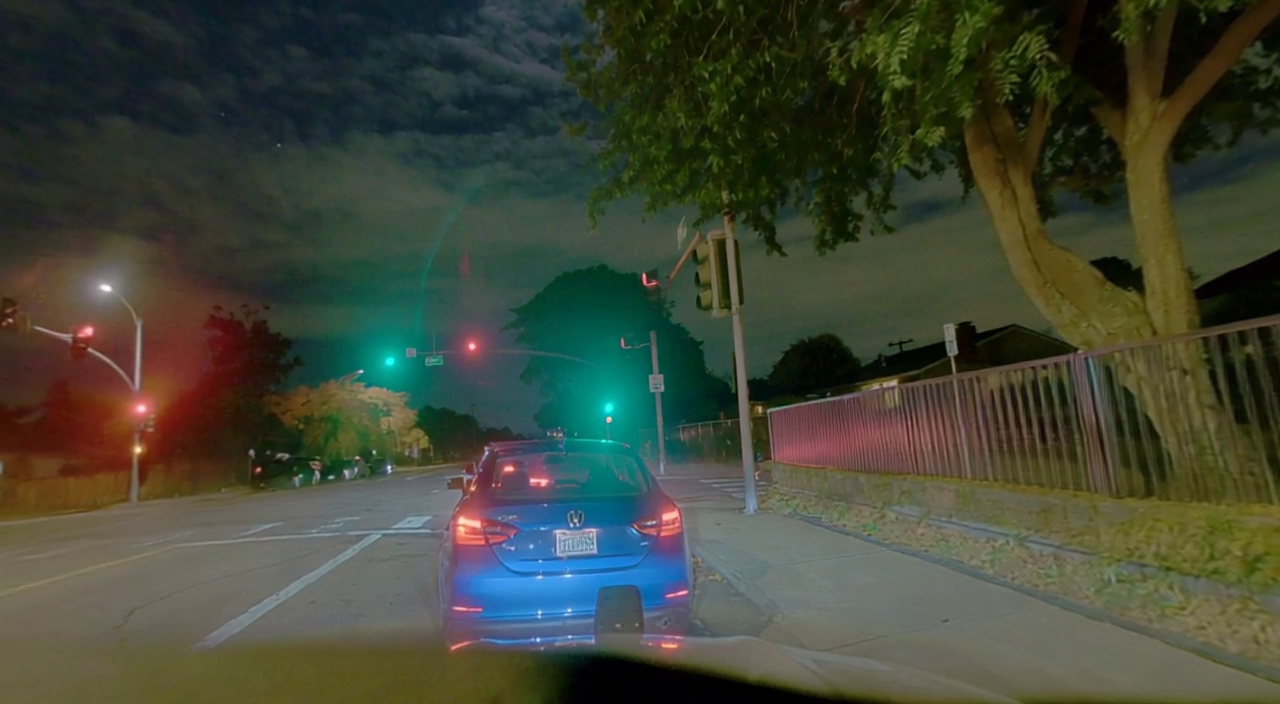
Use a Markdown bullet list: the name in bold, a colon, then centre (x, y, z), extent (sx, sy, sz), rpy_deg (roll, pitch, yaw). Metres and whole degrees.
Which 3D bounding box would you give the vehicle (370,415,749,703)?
- **vehicle**: centre (-0.678, 1.377, 5.315), extent (2.024, 1.502, 3.702), rpy_deg (1, -9, -9)
